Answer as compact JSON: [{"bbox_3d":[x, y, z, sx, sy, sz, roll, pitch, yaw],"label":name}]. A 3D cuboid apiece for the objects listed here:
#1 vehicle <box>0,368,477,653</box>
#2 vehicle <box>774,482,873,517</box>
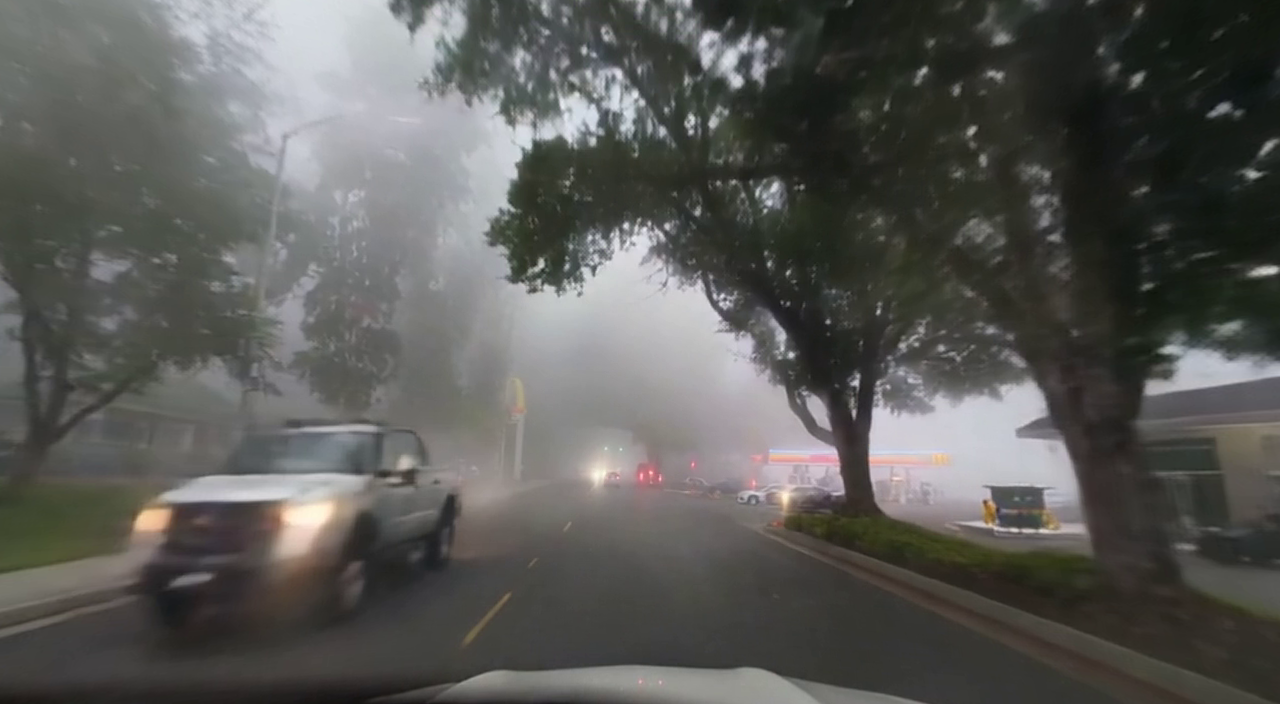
[{"bbox_3d":[-3.440,1.504,6.784,2.165,1.889,4.825,2,-10,-2],"label":"vehicle"},{"bbox_3d":[9.022,7.285,31.225,4.316,1.462,1.921,2,-10,-4],"label":"vehicle"}]
